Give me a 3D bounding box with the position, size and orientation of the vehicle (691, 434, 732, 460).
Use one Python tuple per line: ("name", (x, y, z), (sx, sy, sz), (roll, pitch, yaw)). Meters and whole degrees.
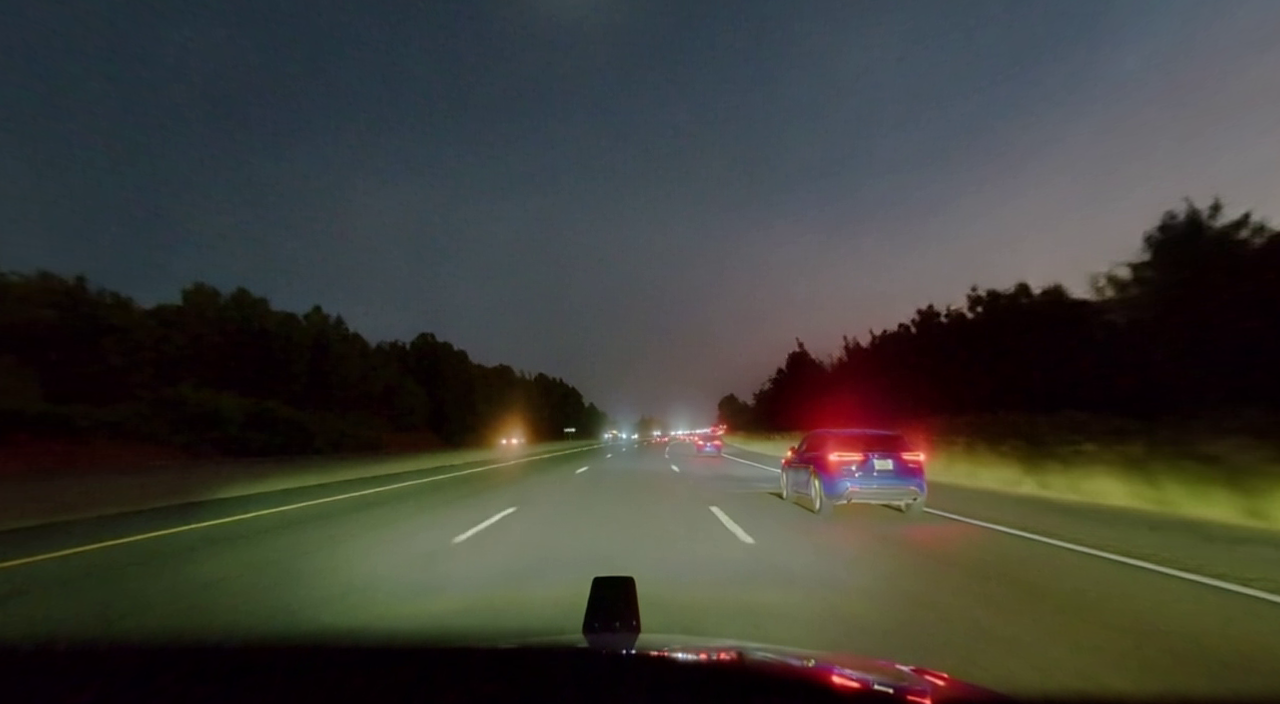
("vehicle", (4.214, 5.675, 37.913), (1.982, 1.452, 4.294), (0, -8, 0))
